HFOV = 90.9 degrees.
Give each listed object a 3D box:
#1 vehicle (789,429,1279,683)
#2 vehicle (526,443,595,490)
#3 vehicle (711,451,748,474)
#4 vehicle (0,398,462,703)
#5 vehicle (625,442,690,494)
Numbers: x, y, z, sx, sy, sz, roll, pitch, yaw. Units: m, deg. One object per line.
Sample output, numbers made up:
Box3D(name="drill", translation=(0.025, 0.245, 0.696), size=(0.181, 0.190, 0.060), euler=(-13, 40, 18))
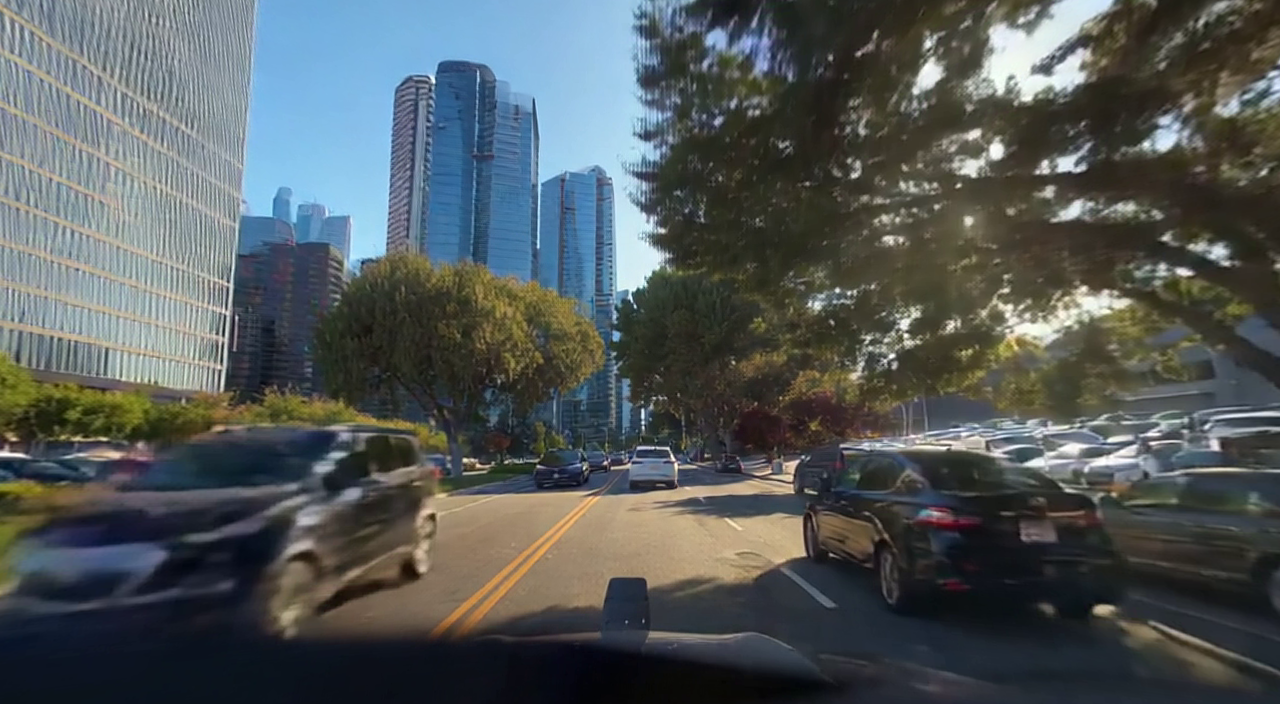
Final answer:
Box3D(name="vehicle", translation=(2.910, 1.567, 5.982), size=(1.991, 1.536, 4.116), euler=(0, -9, 0))
Box3D(name="vehicle", translation=(-3.109, 4.585, 25.517), size=(2.124, 1.731, 4.227), euler=(0, -9, 2))
Box3D(name="vehicle", translation=(6.216, 7.746, 44.291), size=(1.885, 1.467, 4.546), euler=(0, -9, 0))
Box3D(name="vehicle", translation=(-3.425, 1.470, 5.887), size=(2.167, 1.717, 4.448), euler=(0, -9, 0))
Box3D(name="vehicle", translation=(0.595, 4.047, 22.284), size=(2.105, 1.653, 3.887), euler=(0, -9, 1))
